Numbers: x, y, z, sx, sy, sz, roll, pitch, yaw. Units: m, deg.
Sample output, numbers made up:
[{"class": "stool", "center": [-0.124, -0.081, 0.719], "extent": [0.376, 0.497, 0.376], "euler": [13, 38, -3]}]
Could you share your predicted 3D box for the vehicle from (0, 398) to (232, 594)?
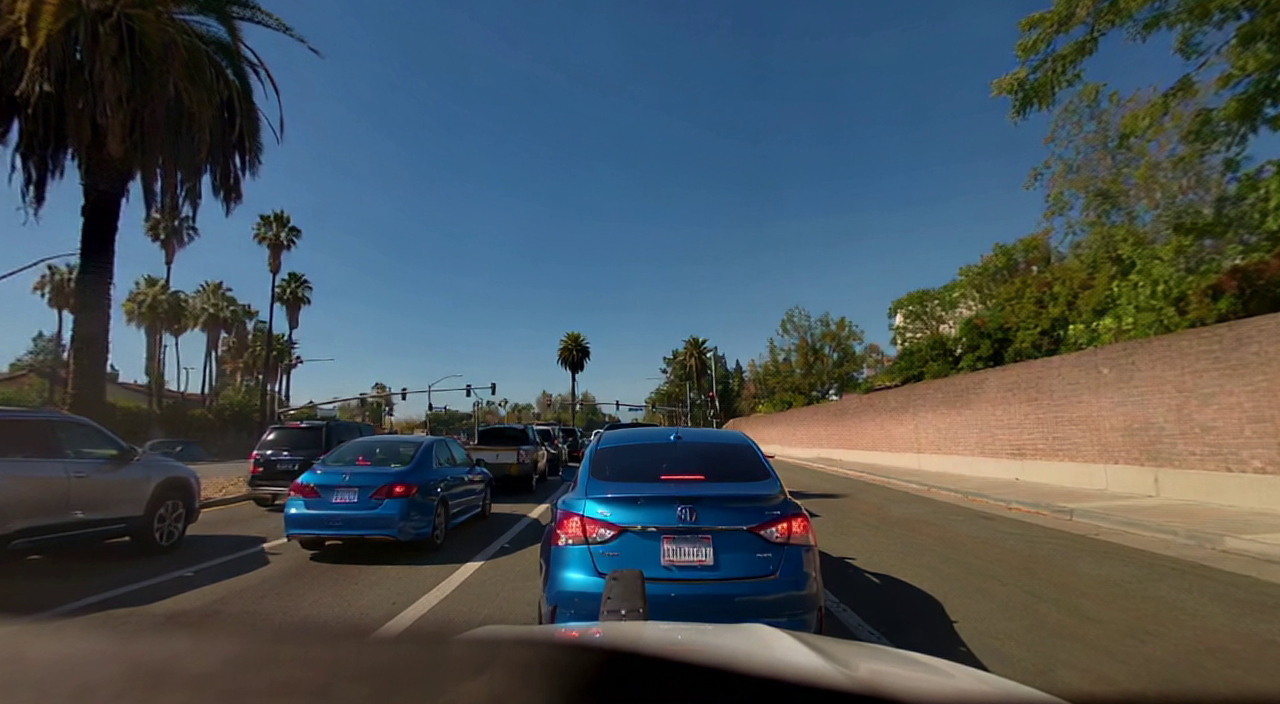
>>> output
[{"class": "vehicle", "center": [-6.666, 1.400, 6.393], "extent": [1.963, 1.721, 4.662], "euler": [0, -8, -2]}]

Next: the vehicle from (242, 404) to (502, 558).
[{"class": "vehicle", "center": [-3.515, 1.775, 9.288], "extent": [2.055, 1.746, 4.136], "euler": [0, -8, -1]}]

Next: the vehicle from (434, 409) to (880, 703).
[{"class": "vehicle", "center": [0.043, 1.334, 5.203], "extent": [2.128, 1.473, 4.272], "euler": [0, -8, -1]}]
